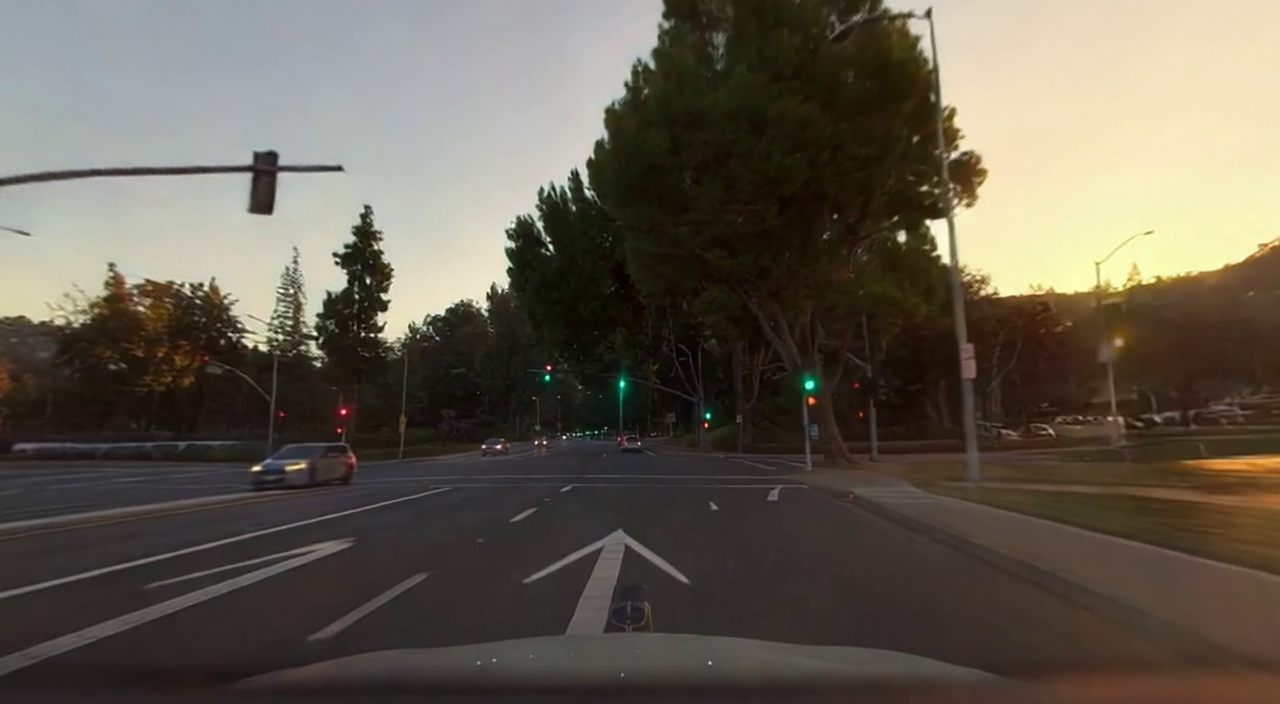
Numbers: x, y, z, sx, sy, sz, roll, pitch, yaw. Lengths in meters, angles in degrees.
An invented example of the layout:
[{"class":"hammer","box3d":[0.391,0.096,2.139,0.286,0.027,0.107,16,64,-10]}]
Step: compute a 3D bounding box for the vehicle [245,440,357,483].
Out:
[{"class":"vehicle","box3d":[-13.105,4.232,24.724,1.969,1.500,4.417,0,-8,-1]}]
